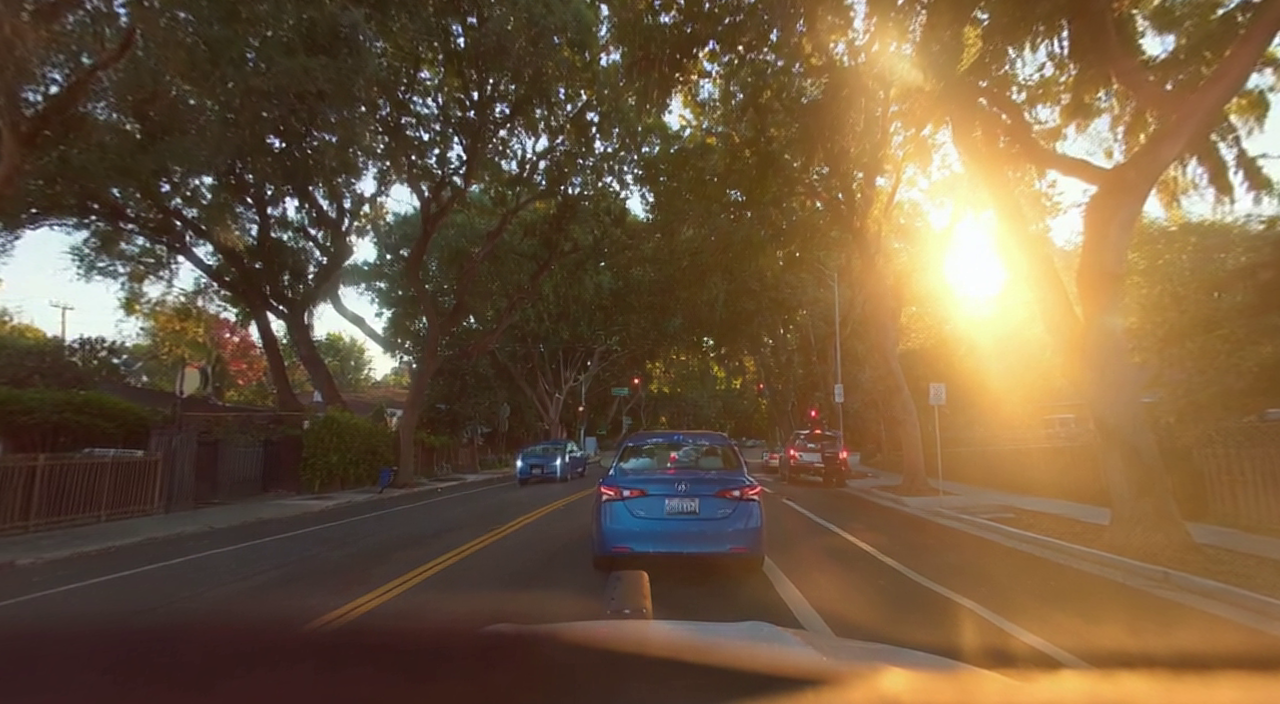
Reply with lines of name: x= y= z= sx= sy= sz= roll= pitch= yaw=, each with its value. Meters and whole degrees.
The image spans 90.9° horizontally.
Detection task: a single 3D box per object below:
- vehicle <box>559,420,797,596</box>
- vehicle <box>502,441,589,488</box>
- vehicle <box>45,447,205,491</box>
vehicle: x=0.370 y=1.653 z=7.535 sx=2.070 sy=1.516 sz=3.936 roll=0 pitch=-8 yaw=1
vehicle: x=-3.259 y=3.992 z=22.802 sx=1.956 sy=1.488 sz=4.560 roll=-1 pitch=-8 yaw=7
vehicle: x=-18.115 y=4.100 z=22.269 sx=4.069 sy=1.445 sz=2.063 roll=-2 pitch=-9 yaw=8
